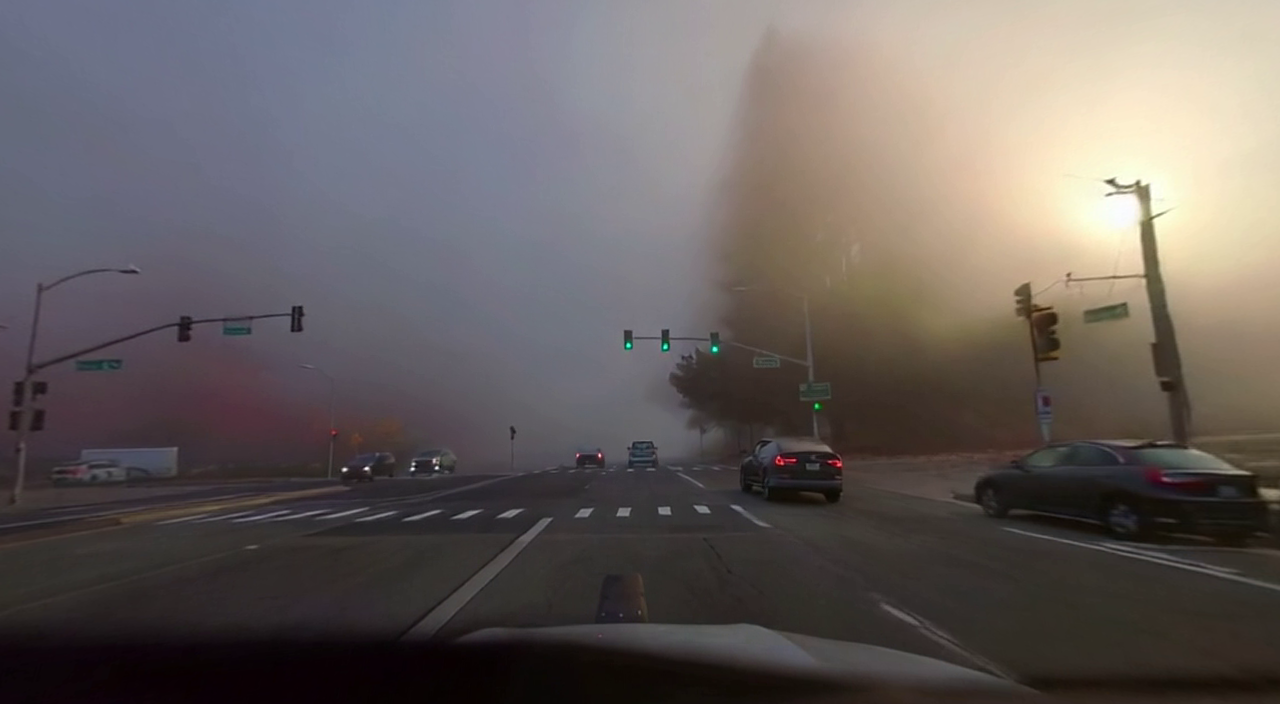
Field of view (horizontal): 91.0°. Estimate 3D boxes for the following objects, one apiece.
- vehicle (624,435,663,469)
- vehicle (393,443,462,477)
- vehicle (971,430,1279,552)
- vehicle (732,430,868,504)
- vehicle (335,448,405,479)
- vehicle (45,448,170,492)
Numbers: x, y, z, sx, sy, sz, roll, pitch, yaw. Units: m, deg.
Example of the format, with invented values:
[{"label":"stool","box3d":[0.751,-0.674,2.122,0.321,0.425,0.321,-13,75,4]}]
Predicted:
[{"label":"vehicle","box3d":[0.167,6.005,37.985,2.239,1.856,4.815,0,-8,-1]},{"label":"vehicle","box3d":[-11.933,6.060,35.700,2.092,1.790,4.960,0,-9,1]},{"label":"vehicle","box3d":[7.152,2.019,9.806,1.852,1.494,3.850,0,-9,0]},{"label":"vehicle","box3d":[3.693,2.756,15.498,2.178,1.546,4.311,0,-8,0]},{"label":"vehicle","box3d":[-15.825,6.538,37.207,2.028,1.680,4.415,0,-9,2]},{"label":"vehicle","box3d":[-35.235,7.762,41.807,5.947,2.769,2.763,-1,-9,6]}]
